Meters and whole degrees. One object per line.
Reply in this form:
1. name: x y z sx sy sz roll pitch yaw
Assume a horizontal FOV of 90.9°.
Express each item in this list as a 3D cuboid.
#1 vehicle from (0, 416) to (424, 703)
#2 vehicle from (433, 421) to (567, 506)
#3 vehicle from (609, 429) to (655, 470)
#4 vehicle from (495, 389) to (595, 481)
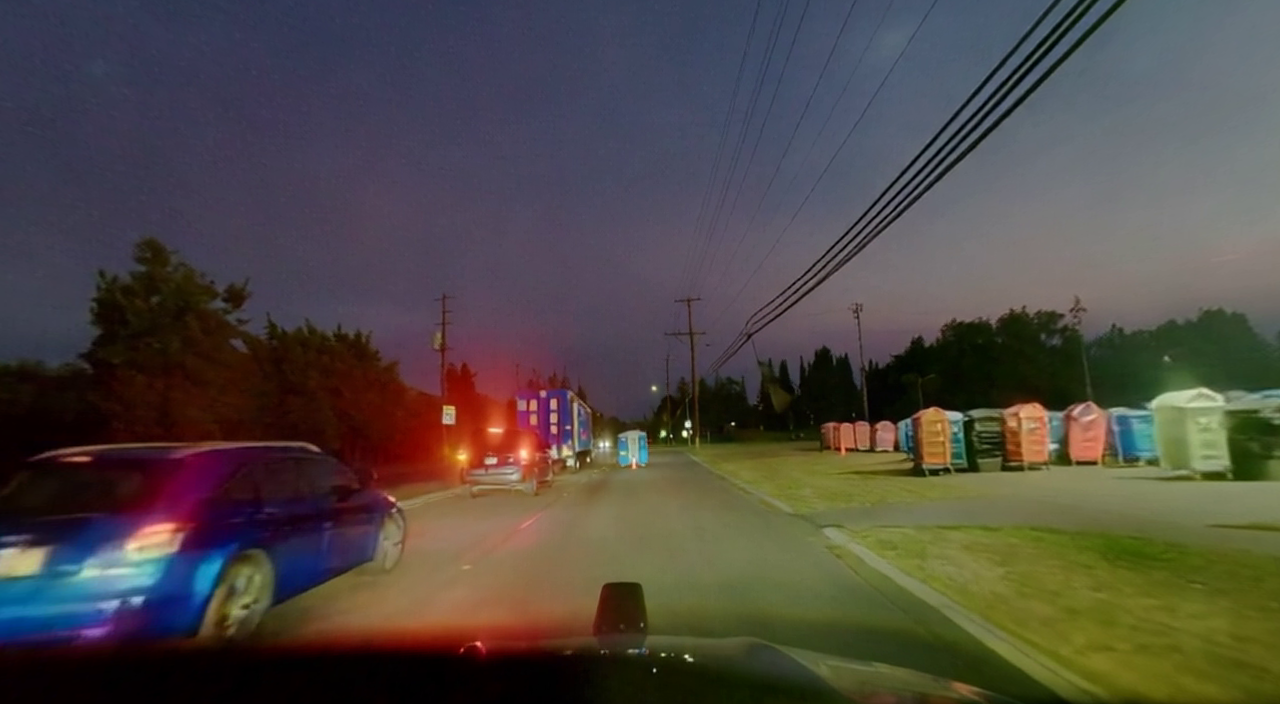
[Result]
1. vehicle: -3.391 1.319 4.710 1.966 1.466 4.473 0 -8 0
2. vehicle: -3.291 2.749 15.958 2.187 1.821 4.748 0 -8 1
3. vehicle: -0.380 4.818 31.162 2.117 1.861 4.095 0 -8 -1
4. vehicle: -3.804 3.665 27.490 3.120 3.393 7.945 0 -8 0
